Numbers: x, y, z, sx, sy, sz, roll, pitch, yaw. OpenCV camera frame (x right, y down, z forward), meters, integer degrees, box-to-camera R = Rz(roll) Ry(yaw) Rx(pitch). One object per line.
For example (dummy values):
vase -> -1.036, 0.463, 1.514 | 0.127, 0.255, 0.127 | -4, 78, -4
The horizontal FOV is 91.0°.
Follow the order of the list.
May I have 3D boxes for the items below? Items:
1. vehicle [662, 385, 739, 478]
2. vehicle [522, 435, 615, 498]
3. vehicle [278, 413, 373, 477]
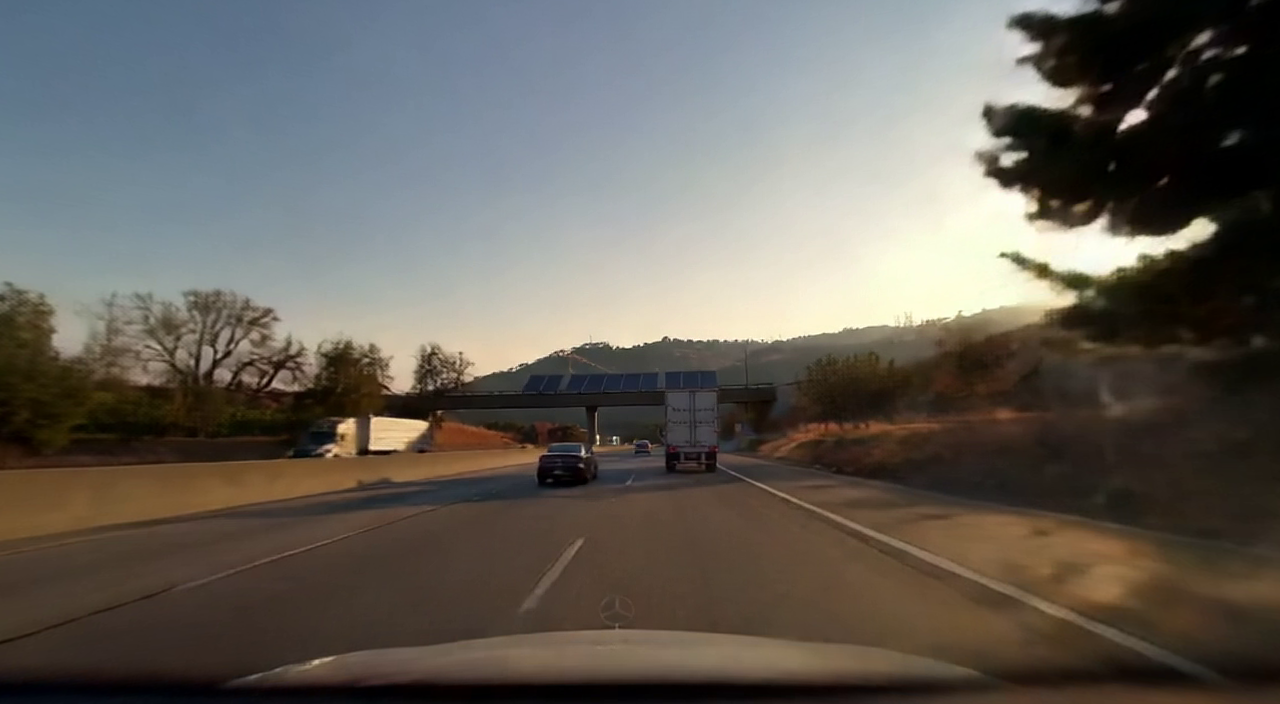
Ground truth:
vehicle -> 2.552, 3.844, 29.866 | 2.967, 3.633, 10.015 | -1, -8, 2
vehicle -> -1.923, 3.260, 18.390 | 2.066, 1.581, 4.268 | -1, -8, 2
vehicle -> -20.971, 6.247, 42.402 | 2.969, 3.972, 5.940 | -1, -8, 3
